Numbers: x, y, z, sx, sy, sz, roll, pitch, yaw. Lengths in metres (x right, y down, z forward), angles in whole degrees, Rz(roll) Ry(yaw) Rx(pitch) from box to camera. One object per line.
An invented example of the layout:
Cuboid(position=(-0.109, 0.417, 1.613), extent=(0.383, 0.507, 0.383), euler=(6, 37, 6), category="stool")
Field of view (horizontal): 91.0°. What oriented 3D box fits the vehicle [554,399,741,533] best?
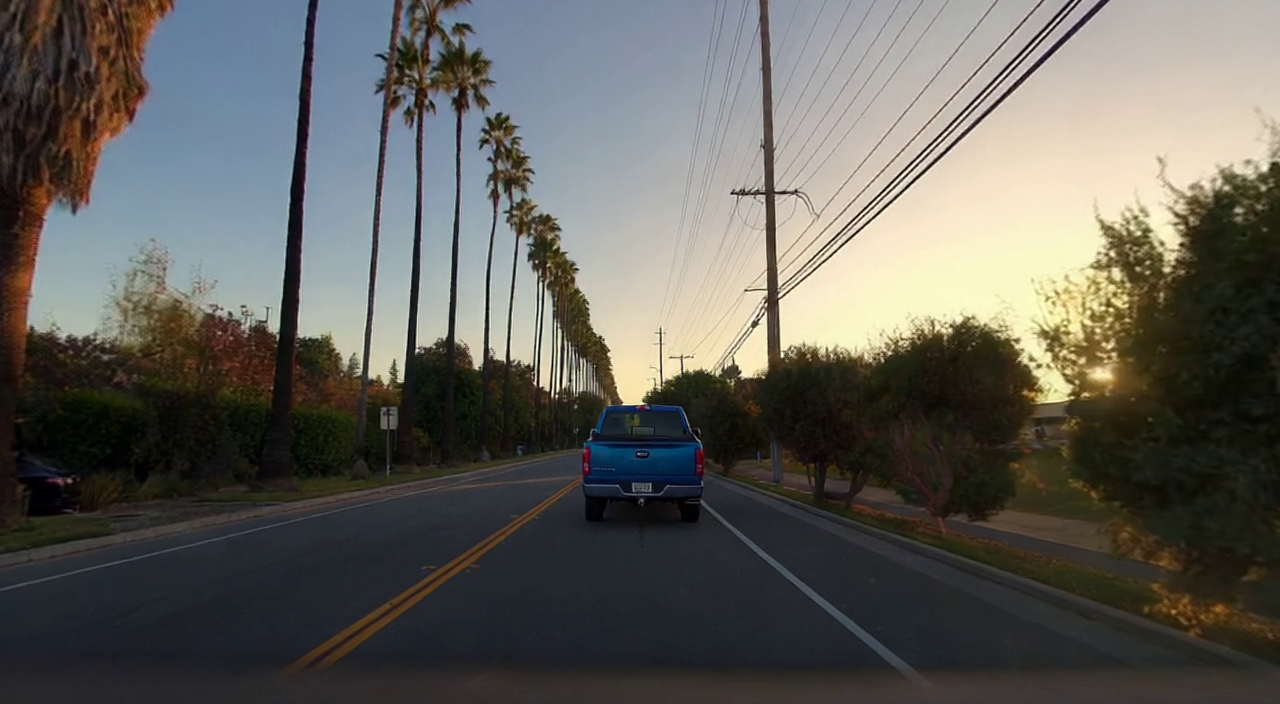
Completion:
Cuboid(position=(0.077, 2.150, 12.463), extent=(2.803, 2.005, 5.885), euler=(0, -8, -1), category="vehicle")
